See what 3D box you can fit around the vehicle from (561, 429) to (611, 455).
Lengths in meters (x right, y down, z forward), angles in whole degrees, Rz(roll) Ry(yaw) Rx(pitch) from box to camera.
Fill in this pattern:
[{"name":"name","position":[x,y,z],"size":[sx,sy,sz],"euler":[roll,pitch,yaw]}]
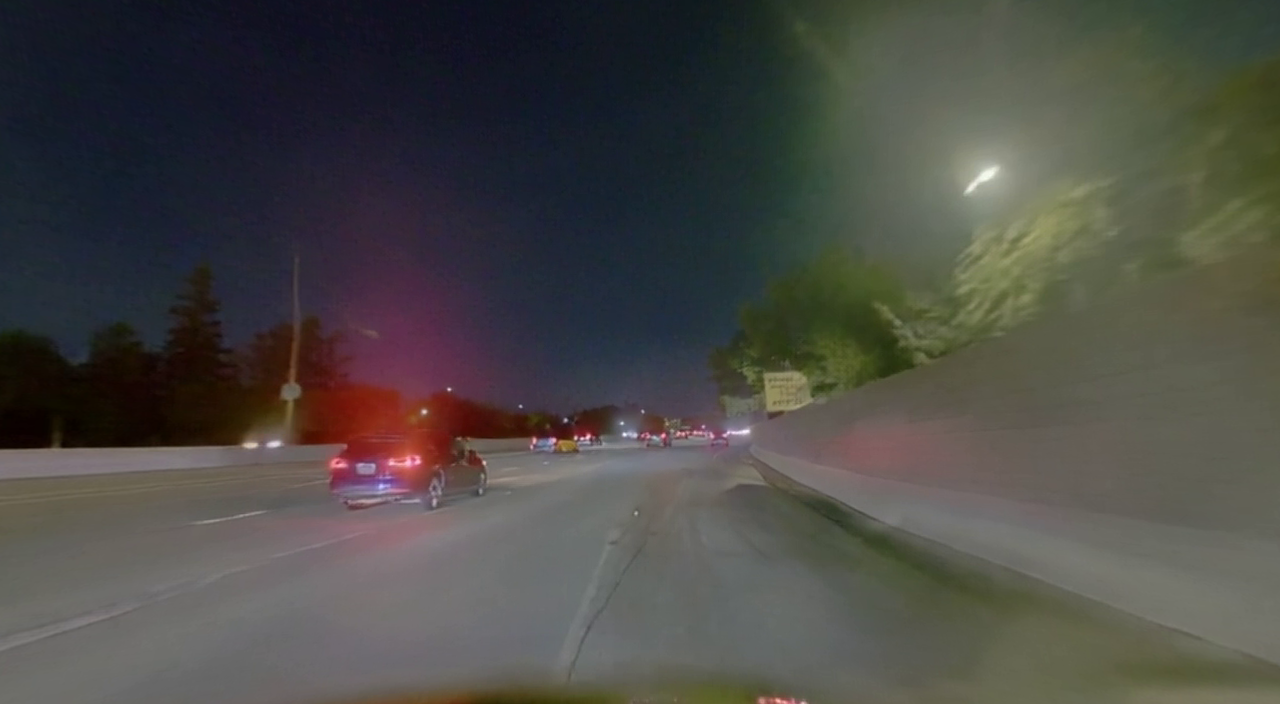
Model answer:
[{"name":"vehicle","position":[-3.211,5.485,38.546],"size":[1.860,1.442,4.332],"euler":[-2,-8,11]}]

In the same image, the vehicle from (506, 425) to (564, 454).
[{"name":"vehicle","position":[-6.630,5.600,40.503],"size":[2.089,1.736,4.662],"euler":[-2,-8,12]}]

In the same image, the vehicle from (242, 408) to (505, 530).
[{"name":"vehicle","position":[-4.188,1.938,11.031],"size":[2.082,1.638,4.644],"euler":[-2,-8,8]}]
